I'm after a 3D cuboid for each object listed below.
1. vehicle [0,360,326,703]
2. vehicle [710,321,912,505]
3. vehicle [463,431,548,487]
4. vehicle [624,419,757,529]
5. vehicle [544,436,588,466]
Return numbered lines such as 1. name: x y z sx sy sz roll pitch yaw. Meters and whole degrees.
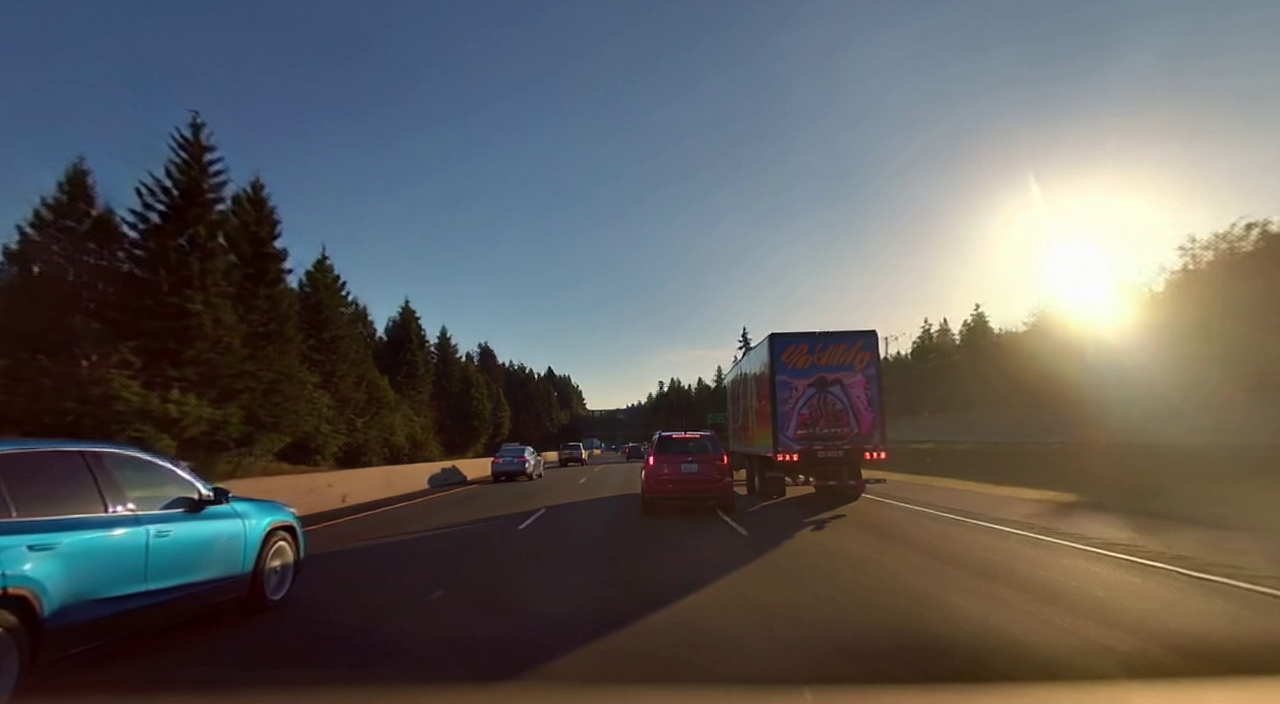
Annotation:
1. vehicle: -4.041 0.991 3.762 1.983 1.666 4.452 0 -8 0
2. vehicle: 4.548 2.334 21.082 2.828 4.081 14.220 0 -8 0
3. vehicle: -4.244 3.423 20.492 1.905 1.642 3.803 0 -8 1
4. vehicle: 0.725 2.115 11.412 2.017 1.662 3.543 0 -8 -1
5. vehicle: -4.351 5.934 37.790 2.014 1.683 4.275 0 -8 1
